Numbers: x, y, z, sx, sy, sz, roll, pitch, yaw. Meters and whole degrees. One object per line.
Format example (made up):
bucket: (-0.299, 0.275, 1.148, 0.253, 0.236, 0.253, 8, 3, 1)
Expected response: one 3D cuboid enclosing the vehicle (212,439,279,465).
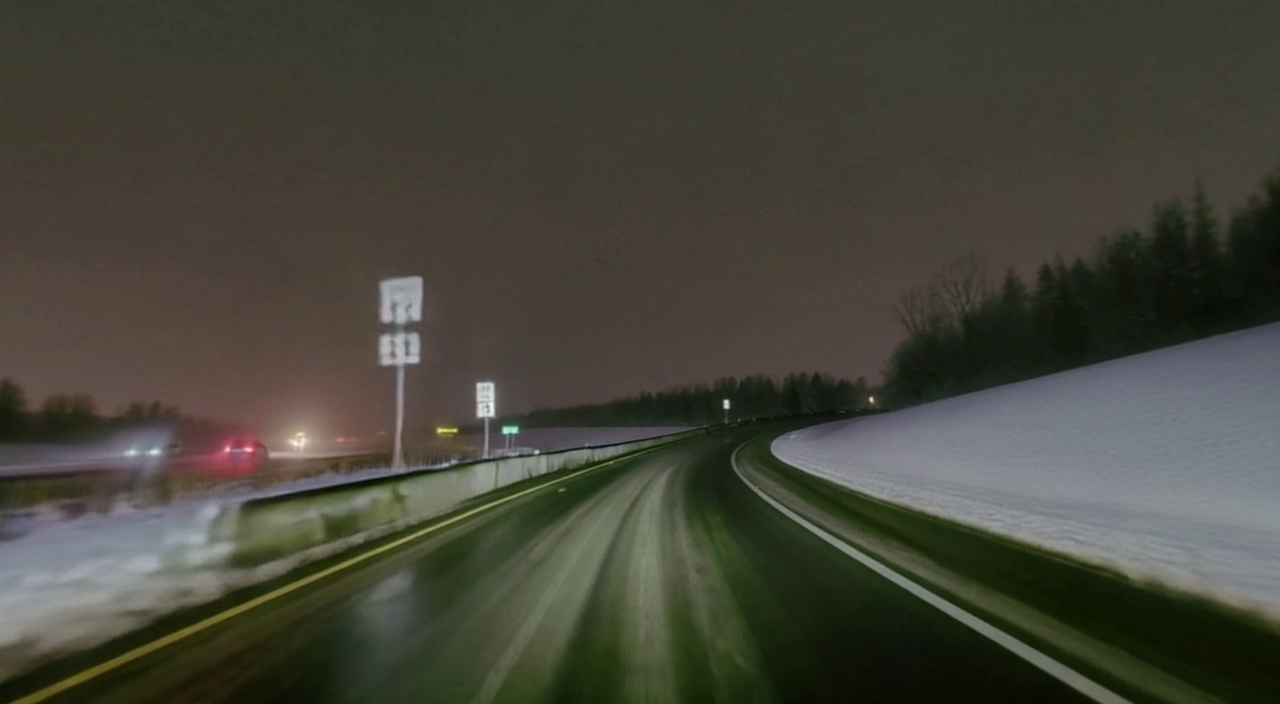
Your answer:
vehicle: (-24.019, 6.063, 38.464, 1.895, 1.451, 4.168, 1, -8, -9)
